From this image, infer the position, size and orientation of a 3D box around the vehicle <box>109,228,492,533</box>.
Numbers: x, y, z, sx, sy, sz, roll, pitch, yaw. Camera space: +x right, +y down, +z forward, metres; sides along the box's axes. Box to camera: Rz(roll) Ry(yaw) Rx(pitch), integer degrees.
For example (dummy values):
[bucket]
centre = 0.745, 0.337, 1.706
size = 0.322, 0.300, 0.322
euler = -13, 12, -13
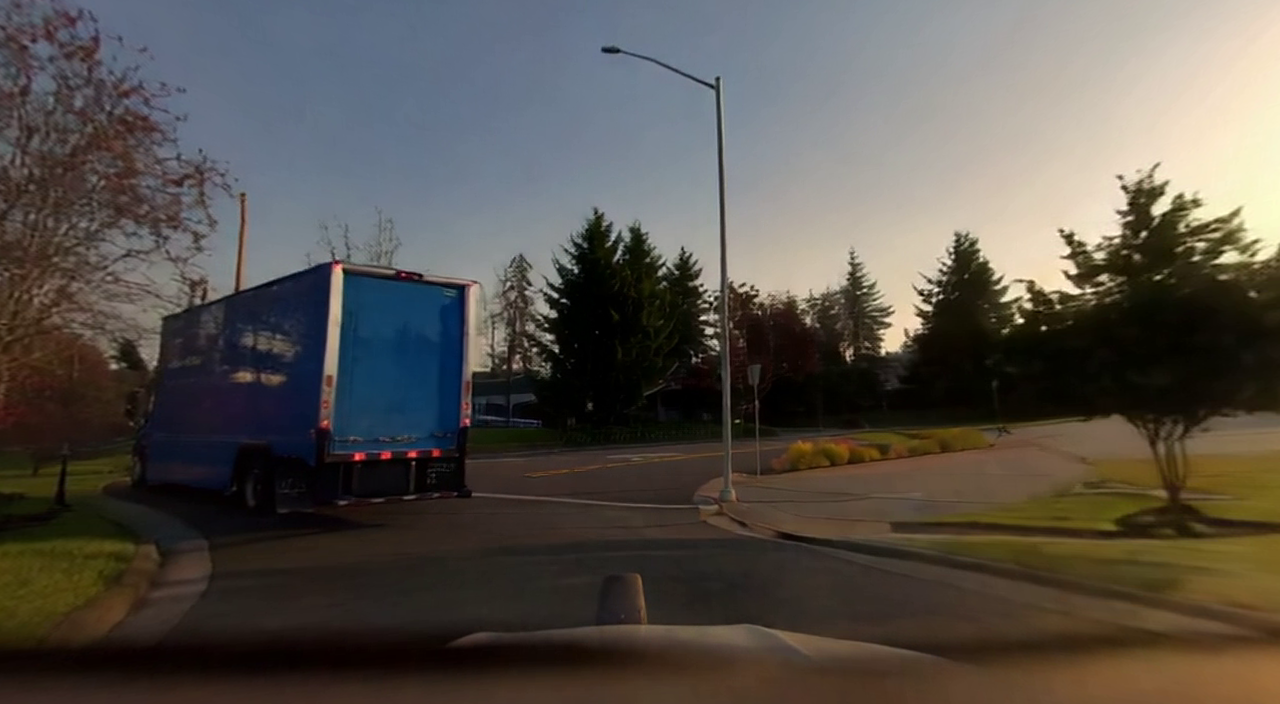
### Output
[vehicle]
centre = -6.641, 0.870, 11.122
size = 9.680, 3.326, 2.838
euler = -8, -11, 43
